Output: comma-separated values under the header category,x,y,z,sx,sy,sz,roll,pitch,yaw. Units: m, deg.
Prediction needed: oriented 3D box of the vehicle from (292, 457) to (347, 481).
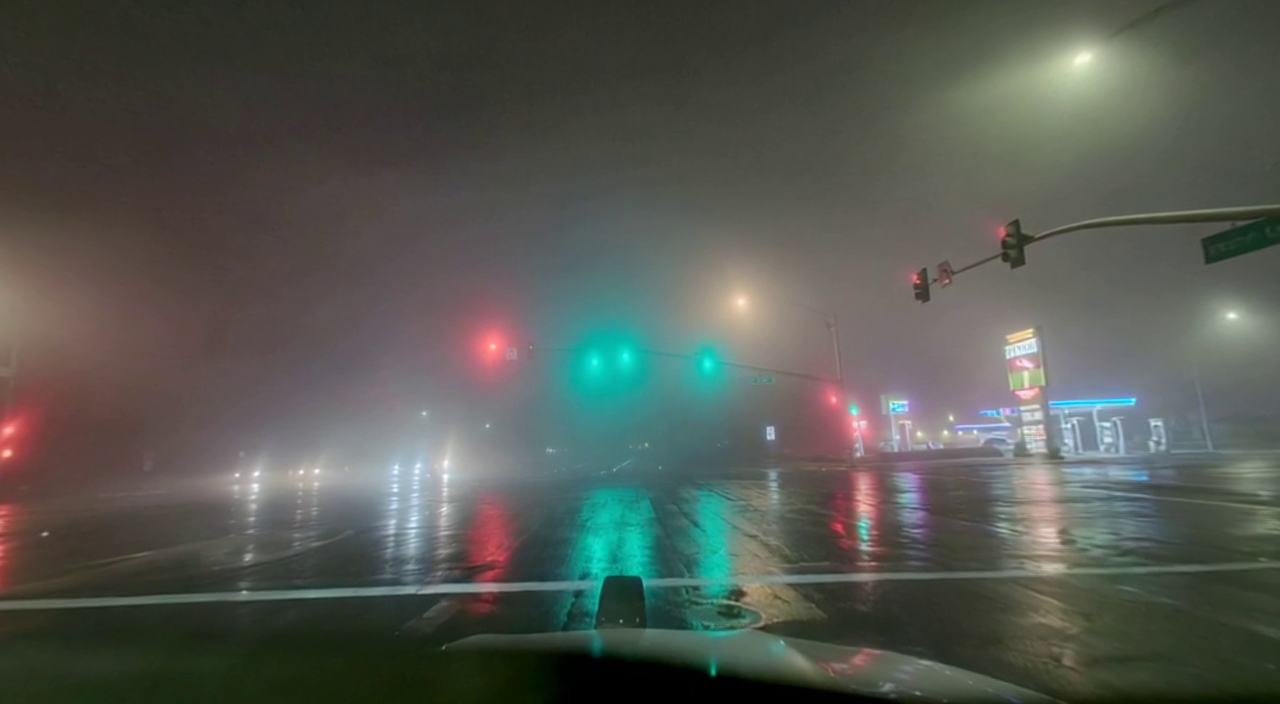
category,x,y,z,sx,sy,sz,roll,pitch,yaw
vehicle,-24.785,9.022,49.027,2.098,1.684,4.388,0,-9,-2

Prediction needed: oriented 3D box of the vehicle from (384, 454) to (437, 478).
category,x,y,z,sx,sy,sz,roll,pitch,yaw
vehicle,-15.331,7.630,42.520,1.920,1.434,4.328,0,-9,0

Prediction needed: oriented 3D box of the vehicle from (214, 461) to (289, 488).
category,x,y,z,sx,sy,sz,roll,pitch,yaw
vehicle,-24.695,7.777,40.358,1.895,1.483,4.790,0,-9,-2
